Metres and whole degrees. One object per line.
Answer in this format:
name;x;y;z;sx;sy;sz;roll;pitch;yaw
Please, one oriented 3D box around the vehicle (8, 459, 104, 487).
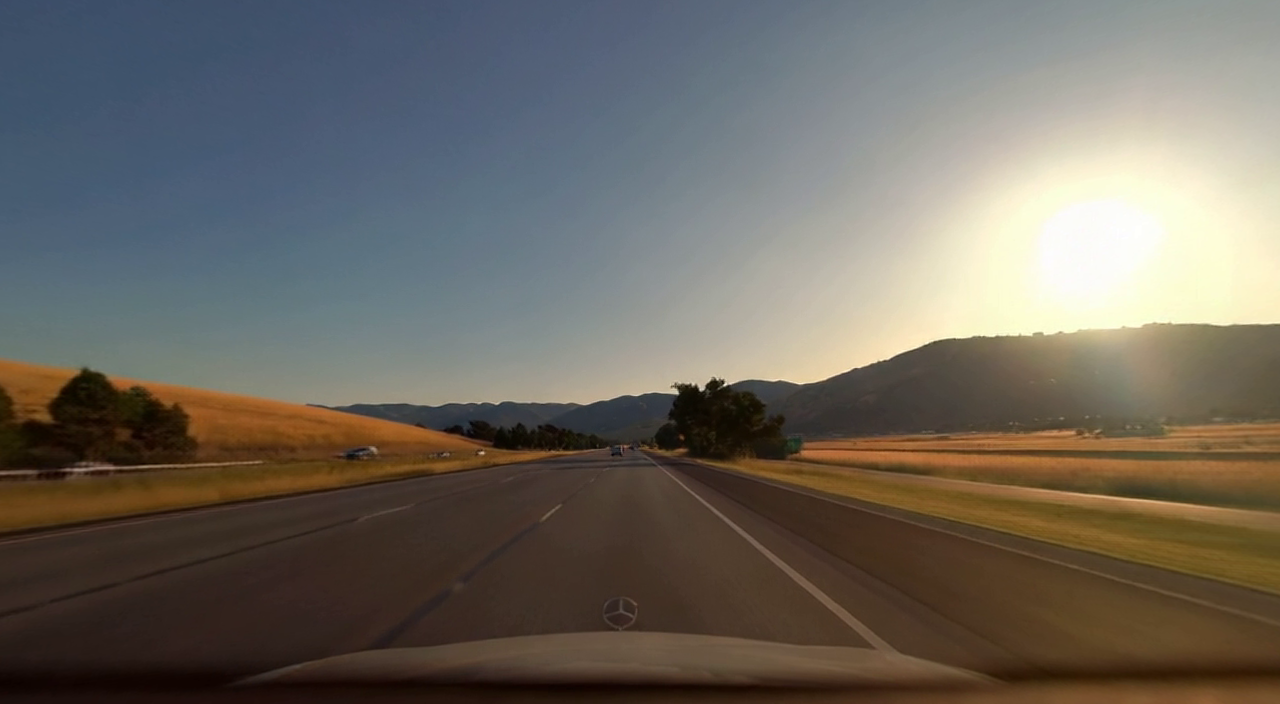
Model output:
vehicle;-36.361;7.533;39.494;1.829;1.558;4.296;0;-8;0
